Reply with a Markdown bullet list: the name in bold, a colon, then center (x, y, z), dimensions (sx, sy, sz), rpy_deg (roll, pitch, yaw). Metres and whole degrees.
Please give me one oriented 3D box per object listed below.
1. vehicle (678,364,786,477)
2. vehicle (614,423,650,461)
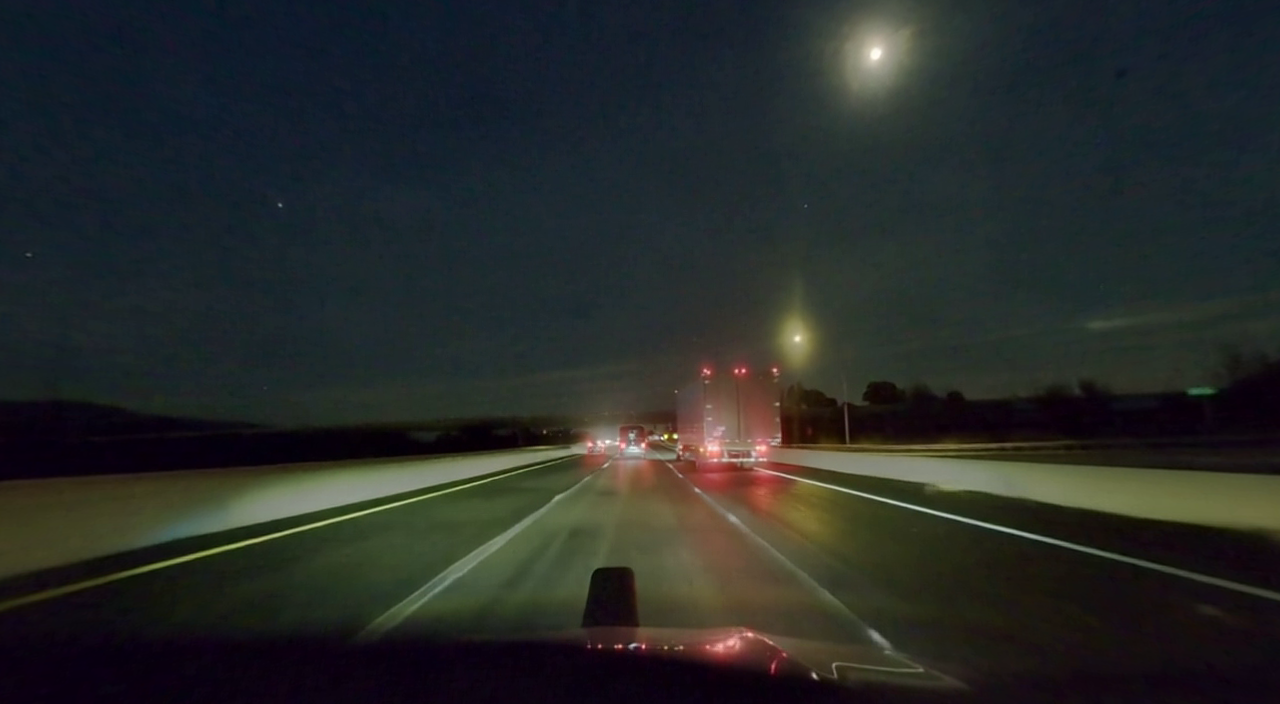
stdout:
- **vehicle**: center (3.608, 3.229, 27.992), dimensions (2.997, 3.983, 10.860), rpy_deg (1, -8, -1)
- **vehicle**: center (-0.586, 6.658, 46.658), dimensions (2.481, 2.618, 6.314), rpy_deg (0, -8, -1)
